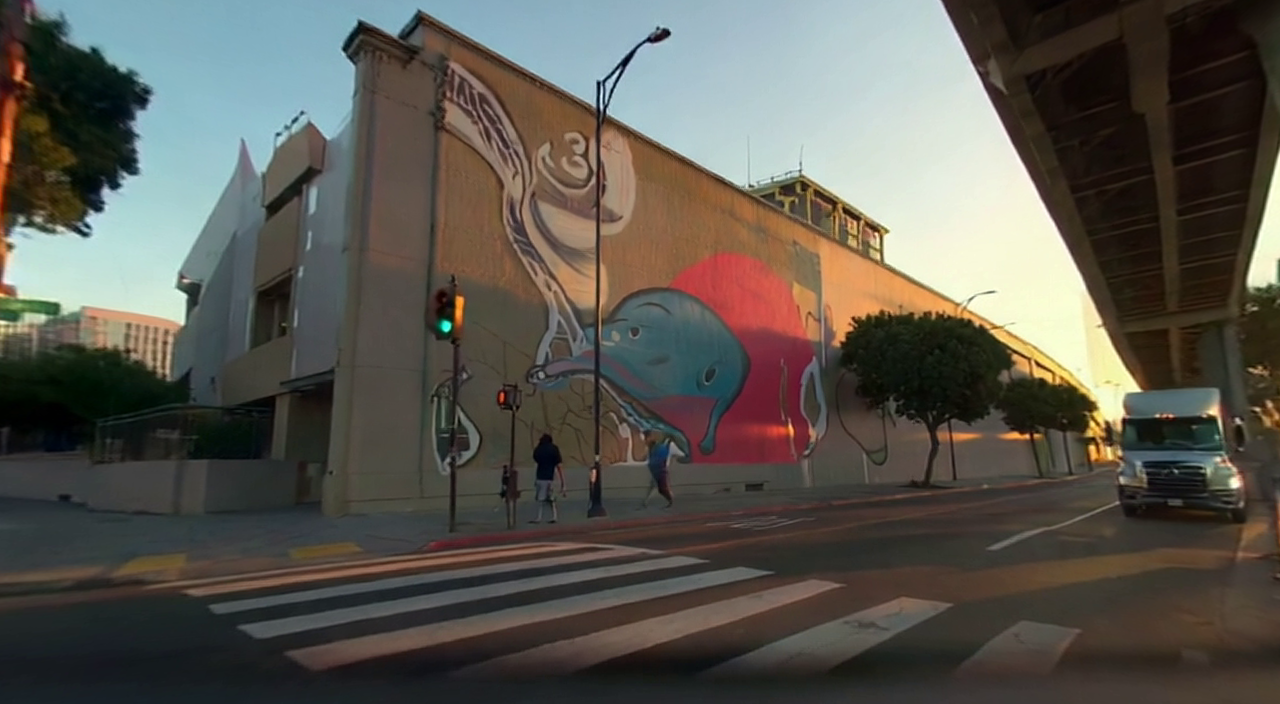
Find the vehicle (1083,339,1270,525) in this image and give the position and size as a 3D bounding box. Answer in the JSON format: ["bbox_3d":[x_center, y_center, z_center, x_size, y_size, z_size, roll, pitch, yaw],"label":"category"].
[{"bbox_3d":[15.212,2.276,17.543,2.849,3.893,9.347,-8,-12,43],"label":"vehicle"}]
